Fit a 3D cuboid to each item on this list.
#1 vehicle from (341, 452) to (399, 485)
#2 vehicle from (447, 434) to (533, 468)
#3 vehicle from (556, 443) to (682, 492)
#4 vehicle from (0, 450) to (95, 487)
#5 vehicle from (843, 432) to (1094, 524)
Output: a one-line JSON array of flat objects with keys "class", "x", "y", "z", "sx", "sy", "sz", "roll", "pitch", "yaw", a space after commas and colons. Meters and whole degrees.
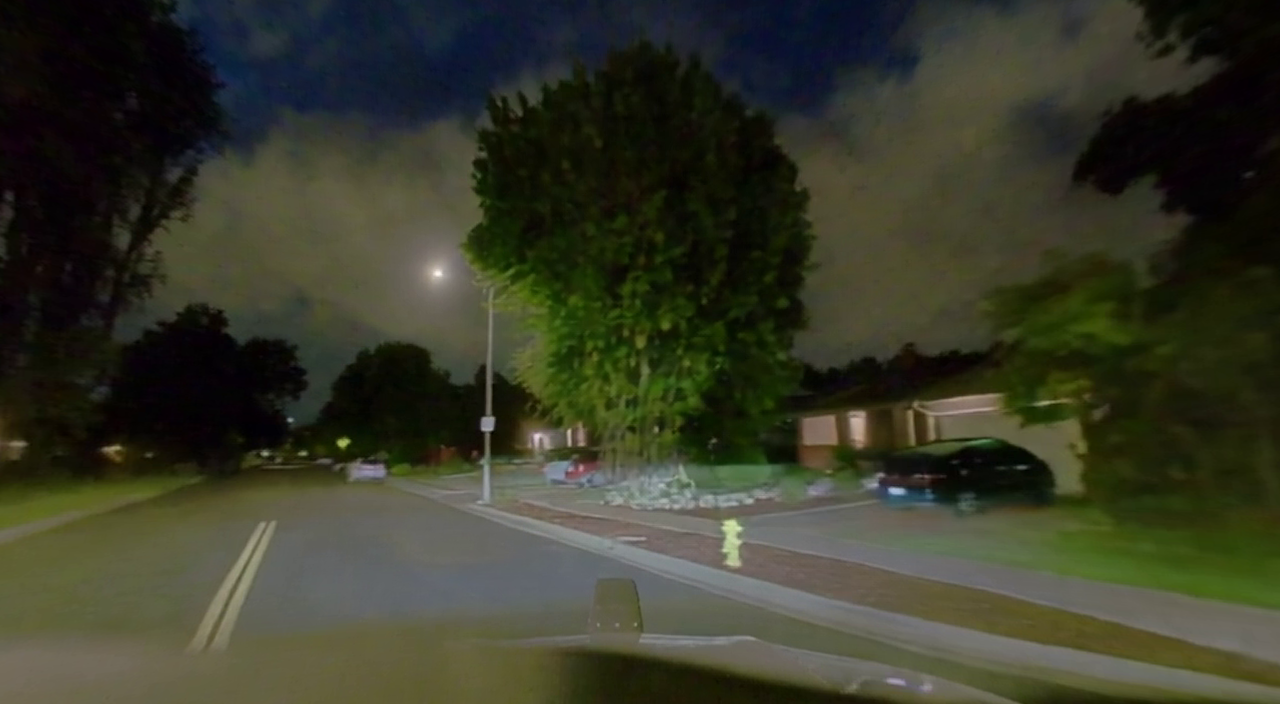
[{"class": "vehicle", "x": -13.640, "y": 5.877, "z": 31.745, "sx": 2.009, "sy": 1.506, "sz": 4.698, "roll": 7, "pitch": -13, "yaw": -29}, {"class": "vehicle", "x": -9.429, "y": 6.231, "z": 39.775, "sx": 4.861, "sy": 1.911, "sz": 2.181, "roll": 5, "pitch": -14, "yaw": -27}, {"class": "vehicle", "x": -0.758, "y": 4.360, "z": 23.628, "sx": 4.230, "sy": 1.666, "sz": 1.978, "roll": 6, "pitch": -12, "yaw": -26}, {"class": "vehicle", "x": -31.758, "y": 6.079, "z": 32.937, "sx": 4.511, "sy": 1.809, "sz": 2.018, "roll": 6, "pitch": -13, "yaw": -27}, {"class": "vehicle", "x": 6.421, "y": 2.465, "z": 12.328, "sx": 4.569, "sy": 1.499, "sz": 1.917, "roll": 6, "pitch": -12, "yaw": -27}]
